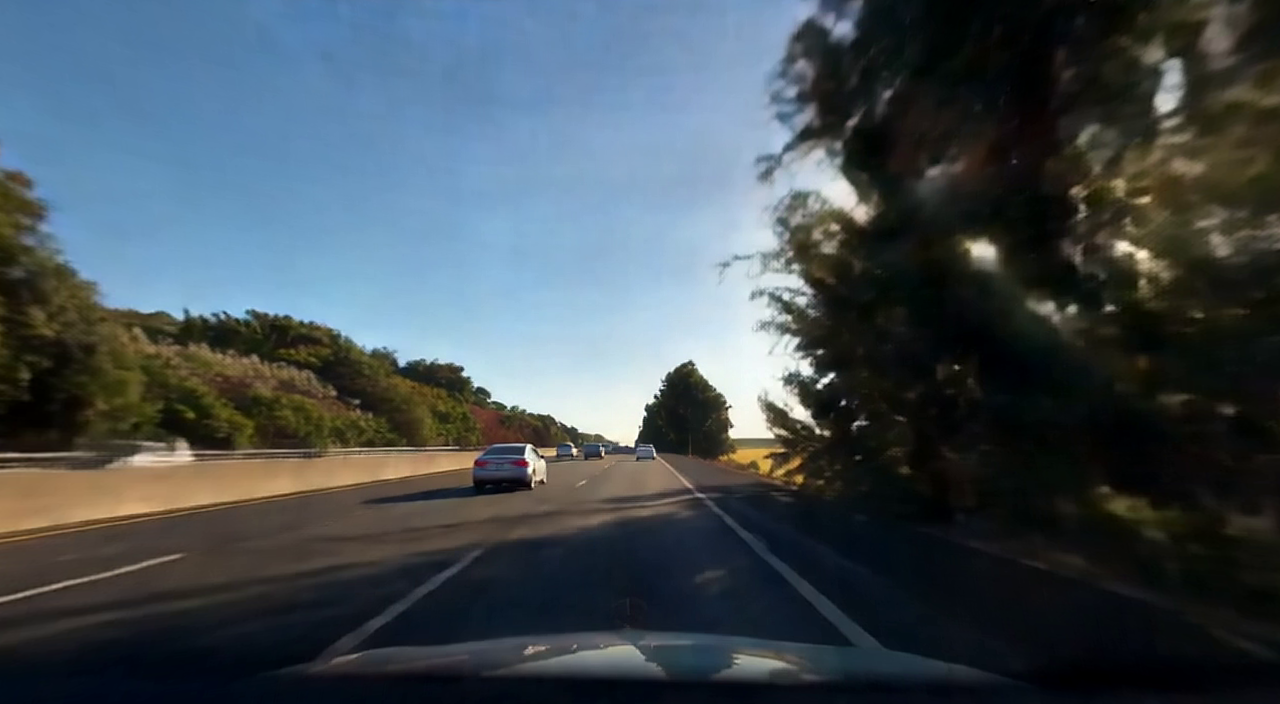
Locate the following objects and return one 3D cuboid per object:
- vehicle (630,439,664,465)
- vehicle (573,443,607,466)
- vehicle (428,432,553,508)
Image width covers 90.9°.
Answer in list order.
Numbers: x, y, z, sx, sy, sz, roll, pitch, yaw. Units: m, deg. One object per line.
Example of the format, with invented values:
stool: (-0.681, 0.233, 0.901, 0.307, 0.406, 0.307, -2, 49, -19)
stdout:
vehicle: (0.448, 7.096, 44.800, 2.259, 1.697, 4.106, 0, -8, -1)
vehicle: (-3.485, 7.202, 44.435, 2.066, 1.497, 4.253, 0, -8, 0)
vehicle: (-3.604, 2.923, 16.120, 2.028, 1.634, 4.441, 0, -8, 1)
